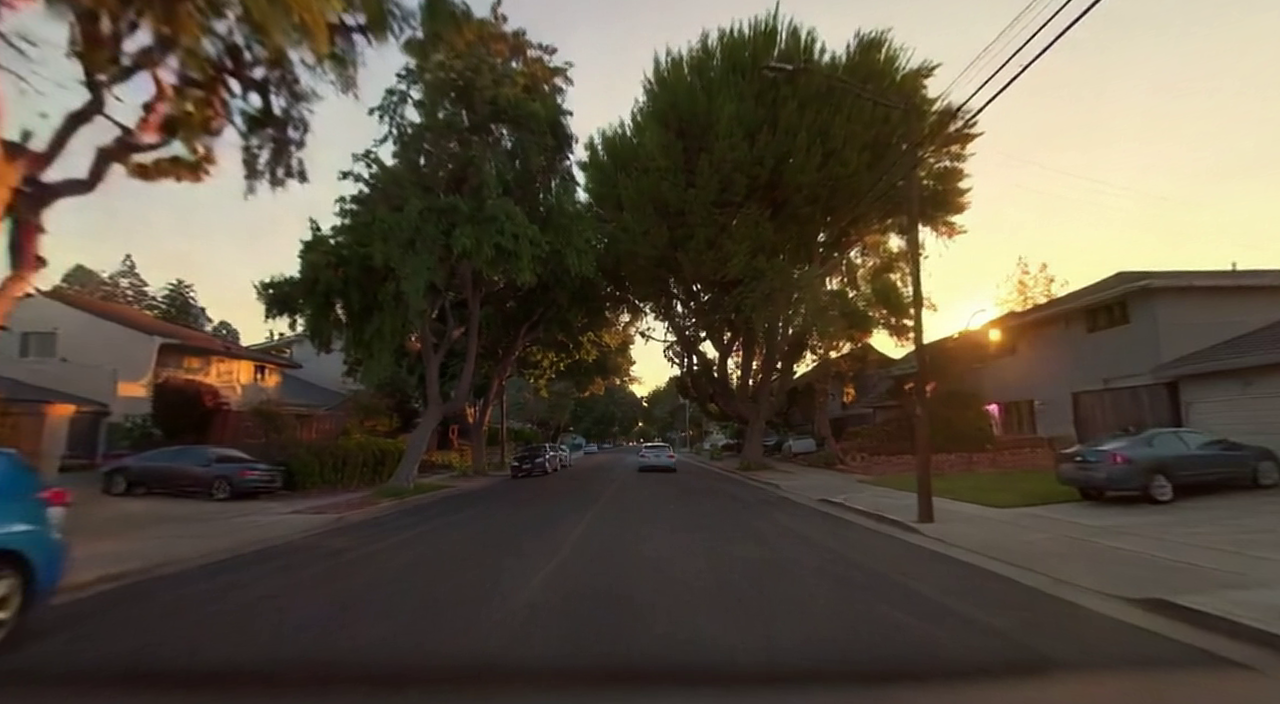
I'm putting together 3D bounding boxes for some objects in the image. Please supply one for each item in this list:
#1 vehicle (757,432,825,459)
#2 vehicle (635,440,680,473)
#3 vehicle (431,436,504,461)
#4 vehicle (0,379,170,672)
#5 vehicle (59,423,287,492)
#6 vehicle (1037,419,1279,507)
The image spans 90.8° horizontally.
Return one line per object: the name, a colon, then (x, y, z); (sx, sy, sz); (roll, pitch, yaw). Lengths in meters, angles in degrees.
vehicle: (10.005, 6.245, 42.141); (4.009, 1.747, 1.839); (0, -9, 0)
vehicle: (0.747, 4.959, 30.198); (2.000, 1.449, 4.006); (0, -8, -1)
vehicle: (-13.029, 7.312, 47.896); (4.909, 1.869, 2.007); (-1, -9, 5)
vehicle: (-5.108, 0.983, 2.936); (2.126, 1.816, 4.796); (-3, -8, 1)
vehicle: (-12.949, 2.950, 17.786); (4.765, 1.791, 1.941); (0, -9, -1)
vehicle: (11.096, 2.205, 12.932); (4.592, 1.489, 1.919); (-2, -8, -1)
